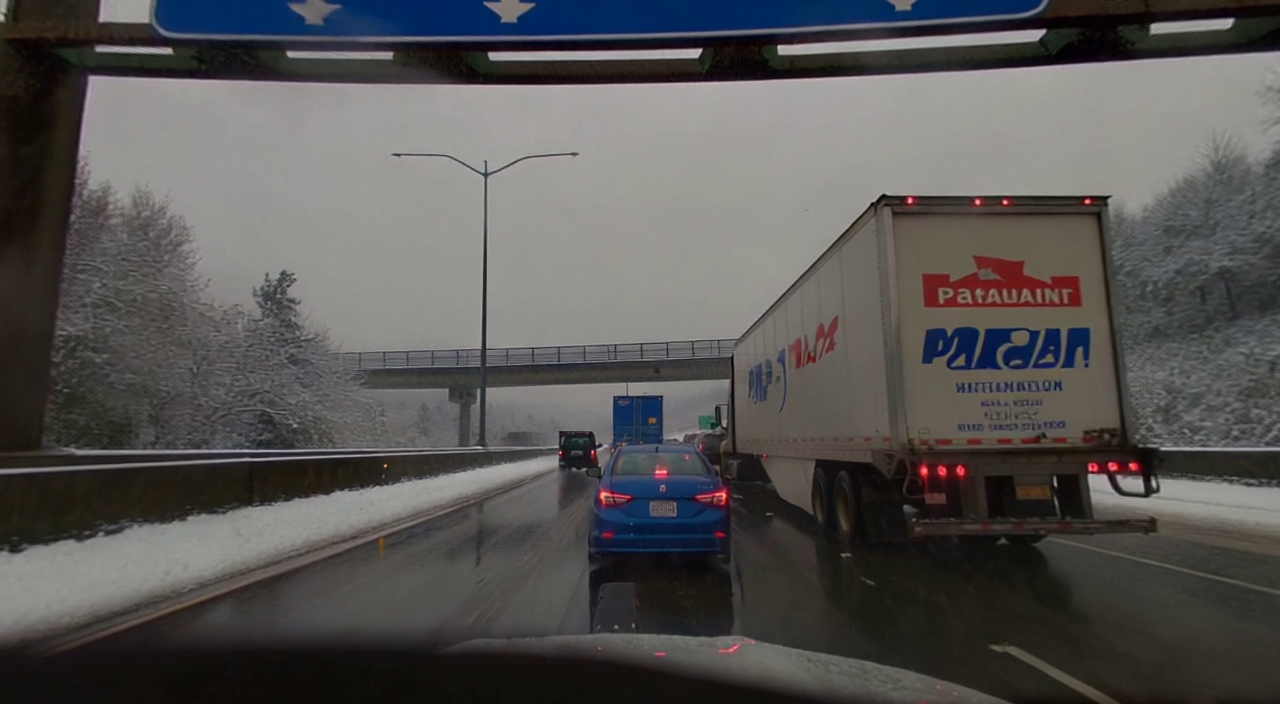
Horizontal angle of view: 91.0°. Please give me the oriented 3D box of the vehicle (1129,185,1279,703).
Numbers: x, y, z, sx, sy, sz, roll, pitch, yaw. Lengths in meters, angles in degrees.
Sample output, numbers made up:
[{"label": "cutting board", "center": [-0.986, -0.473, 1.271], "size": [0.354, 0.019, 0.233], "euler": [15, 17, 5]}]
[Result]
[{"label": "vehicle", "center": [4.727, 0.120, 0.651], "size": [2.892, 2.615, 6.650], "euler": [0, -8, -2]}]

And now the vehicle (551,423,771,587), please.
[{"label": "vehicle", "center": [0.182, 1.678, 7.713], "size": [2.045, 1.490, 3.597], "euler": [-1, -8, 0]}]

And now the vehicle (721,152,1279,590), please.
[{"label": "vehicle", "center": [4.187, 1.069, 12.943], "size": [2.827, 4.081, 14.305], "euler": [0, -8, -1]}]
